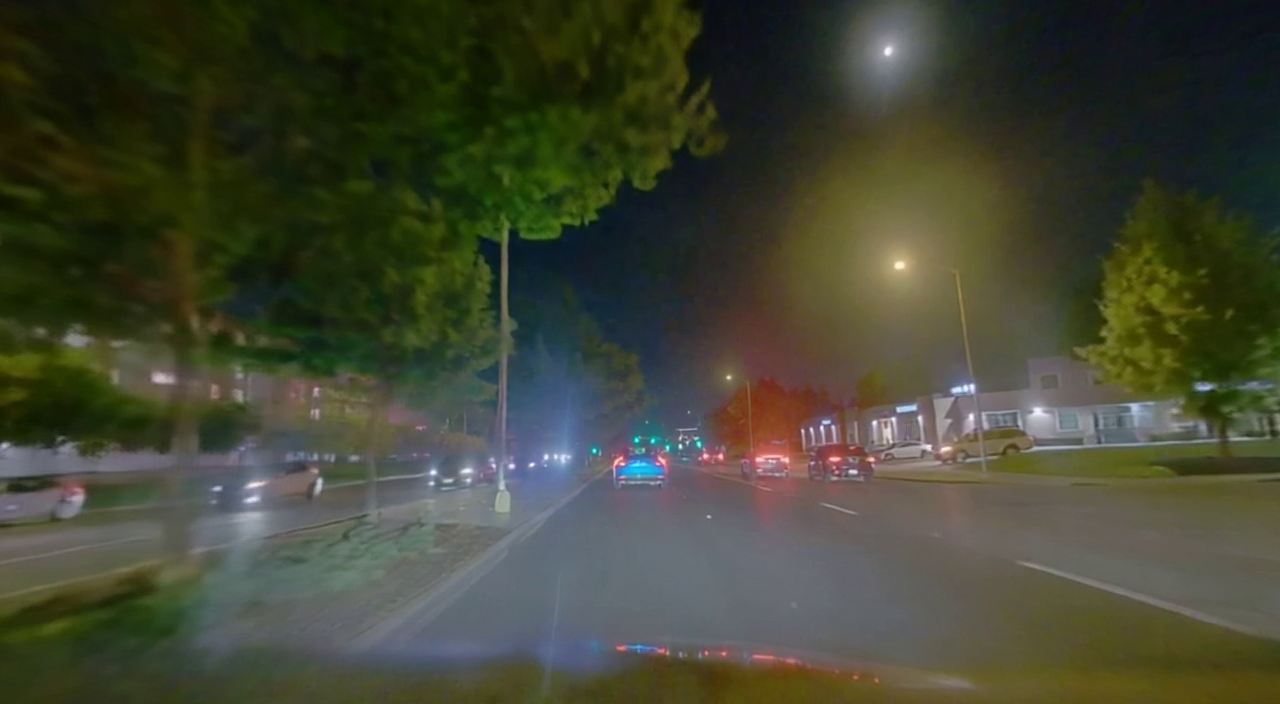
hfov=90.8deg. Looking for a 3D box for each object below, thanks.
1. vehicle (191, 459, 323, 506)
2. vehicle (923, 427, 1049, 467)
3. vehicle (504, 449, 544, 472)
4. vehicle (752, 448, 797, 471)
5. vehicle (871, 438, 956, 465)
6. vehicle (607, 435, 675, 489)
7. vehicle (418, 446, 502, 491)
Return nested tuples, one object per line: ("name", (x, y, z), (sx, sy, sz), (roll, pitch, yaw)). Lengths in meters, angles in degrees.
("vehicle", (-13.893, 4.722, 23.326), (1.974, 1.449, 4.567), (0, -9, 1))
("vehicle", (19.668, 5.413, 36.171), (5.677, 2.171, 2.393), (0, -8, 4))
("vehicle", (-8.113, 7.578, 44.525), (1.948, 1.508, 4.749), (0, -9, 0))
("vehicle", (9.141, 7.347, 43.385), (2.045, 1.484, 4.342), (0, -9, -1))
("vehicle", (19.452, 7.058, 45.073), (4.932, 1.514, 2.327), (-3, -7, -5))
("vehicle", (-0.012, 3.954, 23.063), (2.266, 1.762, 4.131), (0, -9, -1))
("vehicle", (-7.482, 4.855, 26.785), (2.078, 1.694, 4.611), (0, -9, 2))
